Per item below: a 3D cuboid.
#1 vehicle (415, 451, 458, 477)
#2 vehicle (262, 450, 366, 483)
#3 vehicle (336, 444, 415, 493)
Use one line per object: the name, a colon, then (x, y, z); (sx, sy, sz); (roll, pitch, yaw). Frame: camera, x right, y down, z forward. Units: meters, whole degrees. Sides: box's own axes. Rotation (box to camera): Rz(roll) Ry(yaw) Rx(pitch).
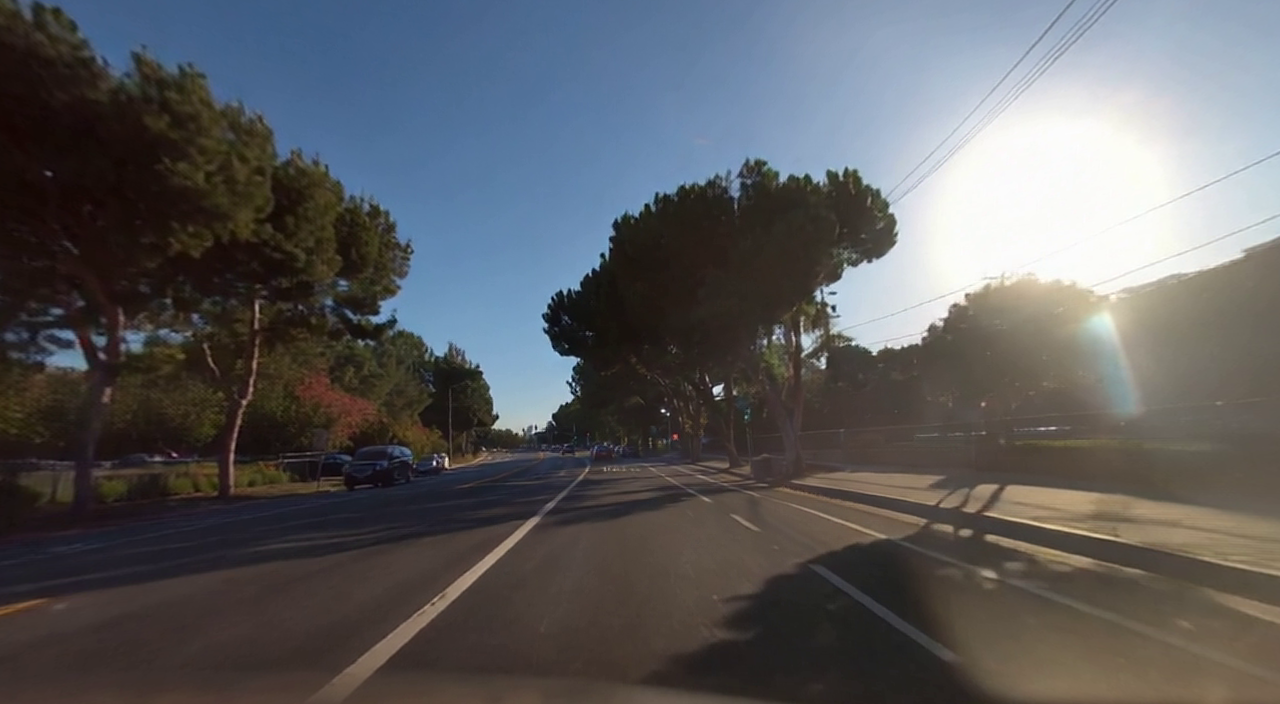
vehicle: (-15.102, 8.344, 47.112); (2.090, 1.680, 4.434); (-3, -9, -6)
vehicle: (-20.160, 7.085, 39.218); (5.168, 1.886, 2.283); (-1, -8, 1)
vehicle: (-13.776, 6.024, 33.296); (2.314, 2.144, 5.403); (-4, -7, -6)
